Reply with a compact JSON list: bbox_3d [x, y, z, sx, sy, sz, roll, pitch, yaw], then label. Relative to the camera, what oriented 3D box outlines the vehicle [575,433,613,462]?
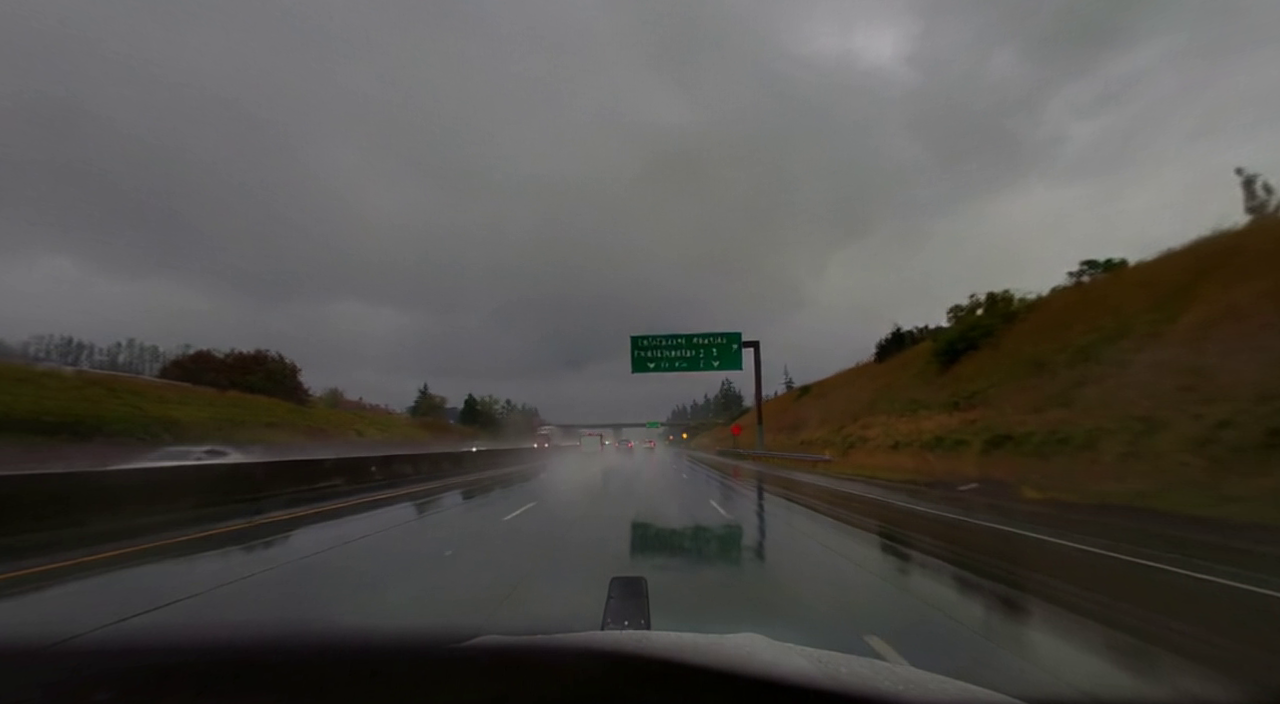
[{"bbox_3d":[-3.241,6.852,45.191,2.286,2.011,4.452,0,-8,1],"label":"vehicle"}]
